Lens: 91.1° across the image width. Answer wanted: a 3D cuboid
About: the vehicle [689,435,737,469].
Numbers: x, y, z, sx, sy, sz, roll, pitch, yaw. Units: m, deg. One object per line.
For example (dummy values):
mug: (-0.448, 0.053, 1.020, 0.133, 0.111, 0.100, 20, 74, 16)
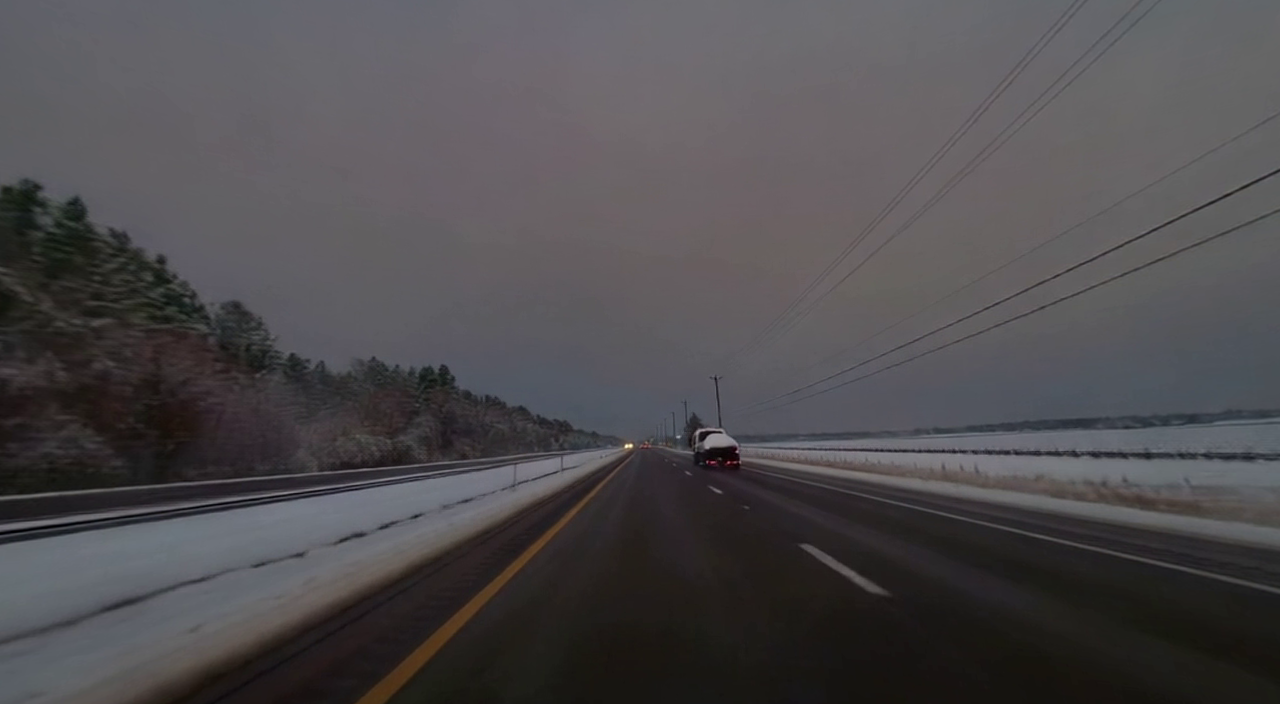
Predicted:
vehicle: (4.323, 6.029, 38.037, 2.228, 1.852, 5.449, 0, -8, 0)
